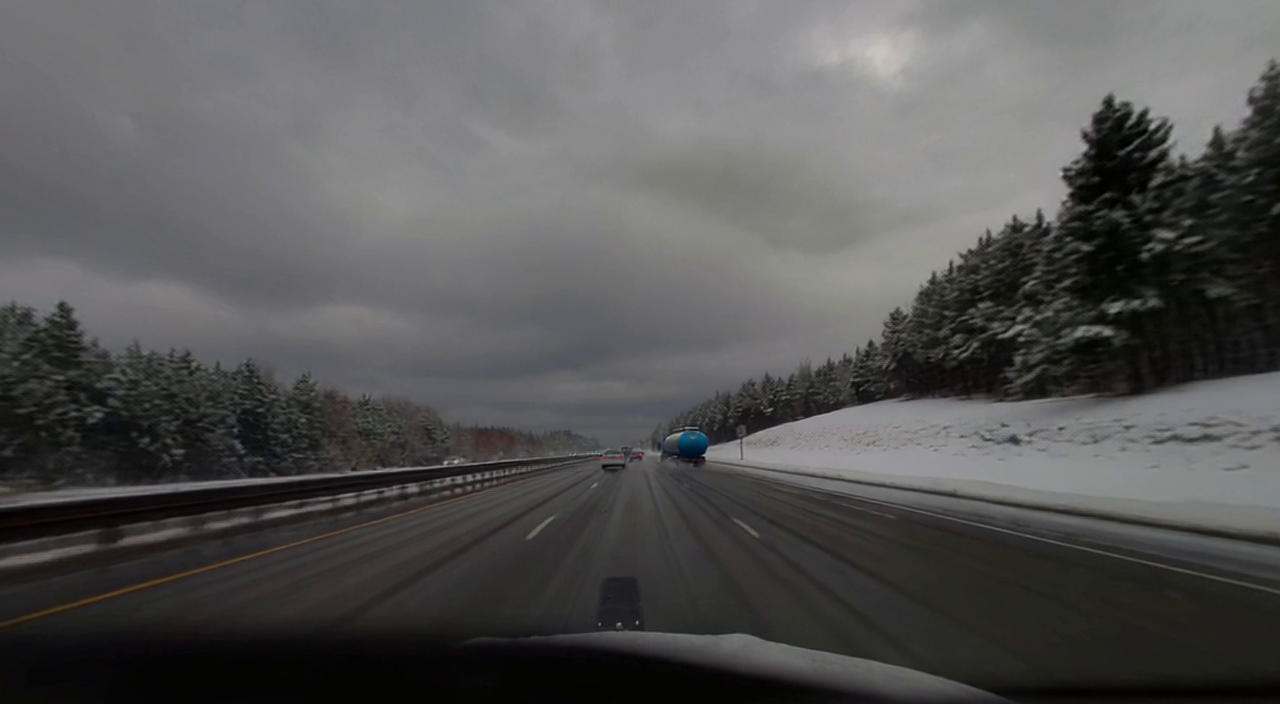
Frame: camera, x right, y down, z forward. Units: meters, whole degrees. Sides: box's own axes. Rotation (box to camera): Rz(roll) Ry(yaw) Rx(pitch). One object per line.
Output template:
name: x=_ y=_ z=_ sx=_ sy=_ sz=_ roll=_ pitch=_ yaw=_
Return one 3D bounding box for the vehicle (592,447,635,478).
vehicle: x=-1.334 y=5.794 z=33.231 sx=2.013 sy=1.498 sz=3.908 roll=-1 pitch=-9 yaw=1
